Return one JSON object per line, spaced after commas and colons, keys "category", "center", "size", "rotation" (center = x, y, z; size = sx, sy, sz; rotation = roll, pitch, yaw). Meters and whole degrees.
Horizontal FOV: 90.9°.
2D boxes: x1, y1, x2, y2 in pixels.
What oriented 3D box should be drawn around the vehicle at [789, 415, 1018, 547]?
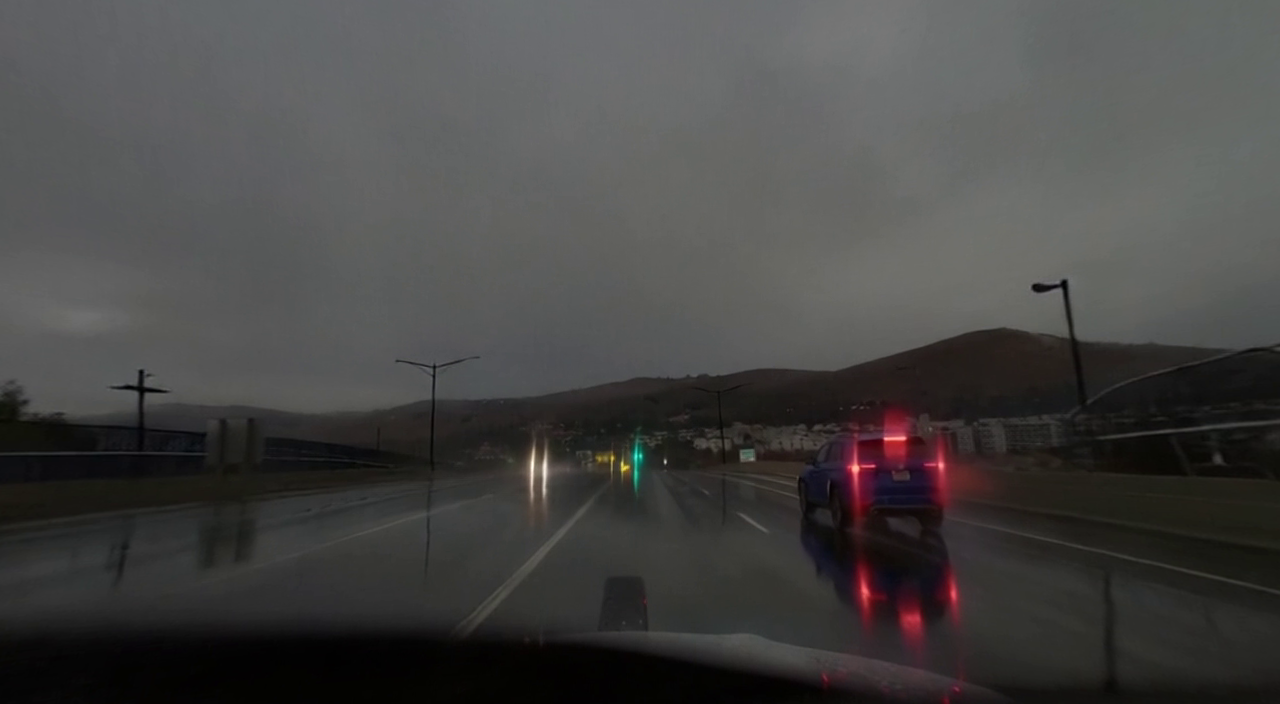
{"category": "vehicle", "center": [4.003, 2.031, 10.563], "size": [1.989, 1.730, 4.324], "rotation": [0, -8, 1]}
